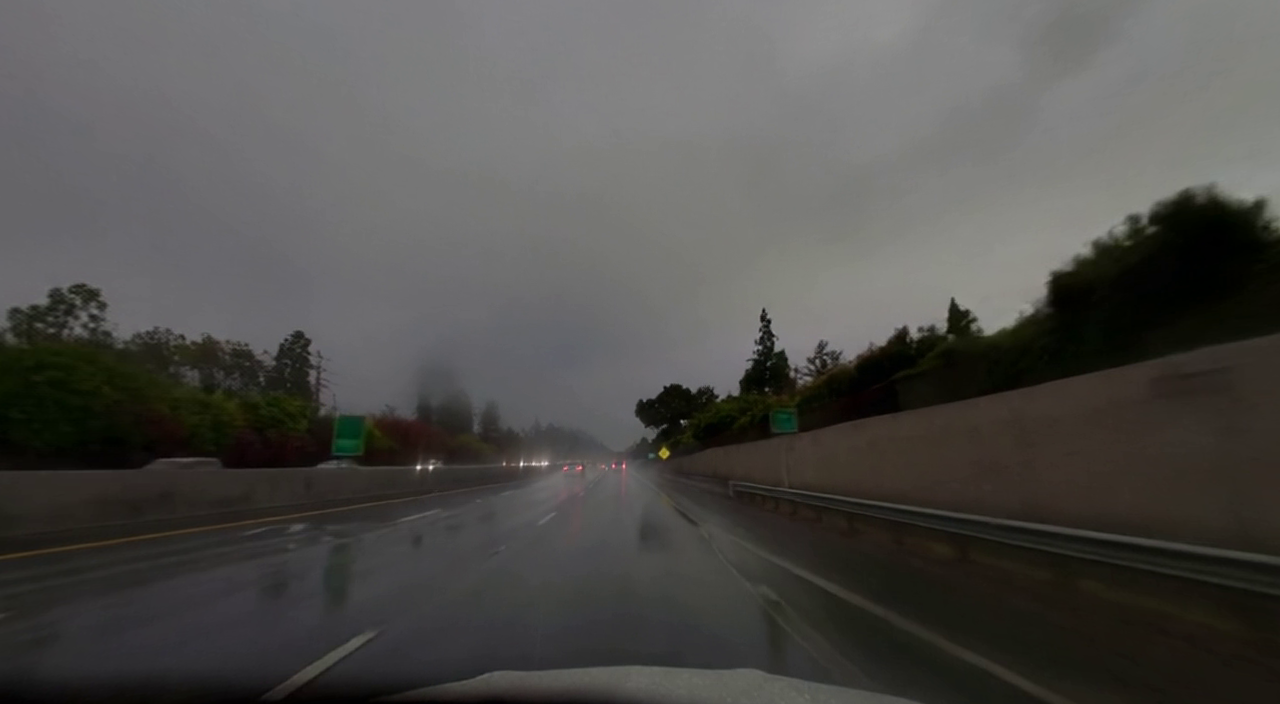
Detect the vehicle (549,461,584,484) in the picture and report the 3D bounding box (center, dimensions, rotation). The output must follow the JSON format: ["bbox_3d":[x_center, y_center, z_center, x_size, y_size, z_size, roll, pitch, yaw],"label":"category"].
[{"bbox_3d":[-5.304,8.770,45.855,2.039,1.605,4.365,1,-11,-1],"label":"vehicle"}]

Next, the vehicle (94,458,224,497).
[{"bbox_3d":[-20.301,5.323,26.871,2.038,1.507,4.425,1,-11,0],"label":"vehicle"}]

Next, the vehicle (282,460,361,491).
[{"bbox_3d":[-16.714,6.528,33.325,1.839,1.478,4.496,1,-11,-1],"label":"vehicle"}]
